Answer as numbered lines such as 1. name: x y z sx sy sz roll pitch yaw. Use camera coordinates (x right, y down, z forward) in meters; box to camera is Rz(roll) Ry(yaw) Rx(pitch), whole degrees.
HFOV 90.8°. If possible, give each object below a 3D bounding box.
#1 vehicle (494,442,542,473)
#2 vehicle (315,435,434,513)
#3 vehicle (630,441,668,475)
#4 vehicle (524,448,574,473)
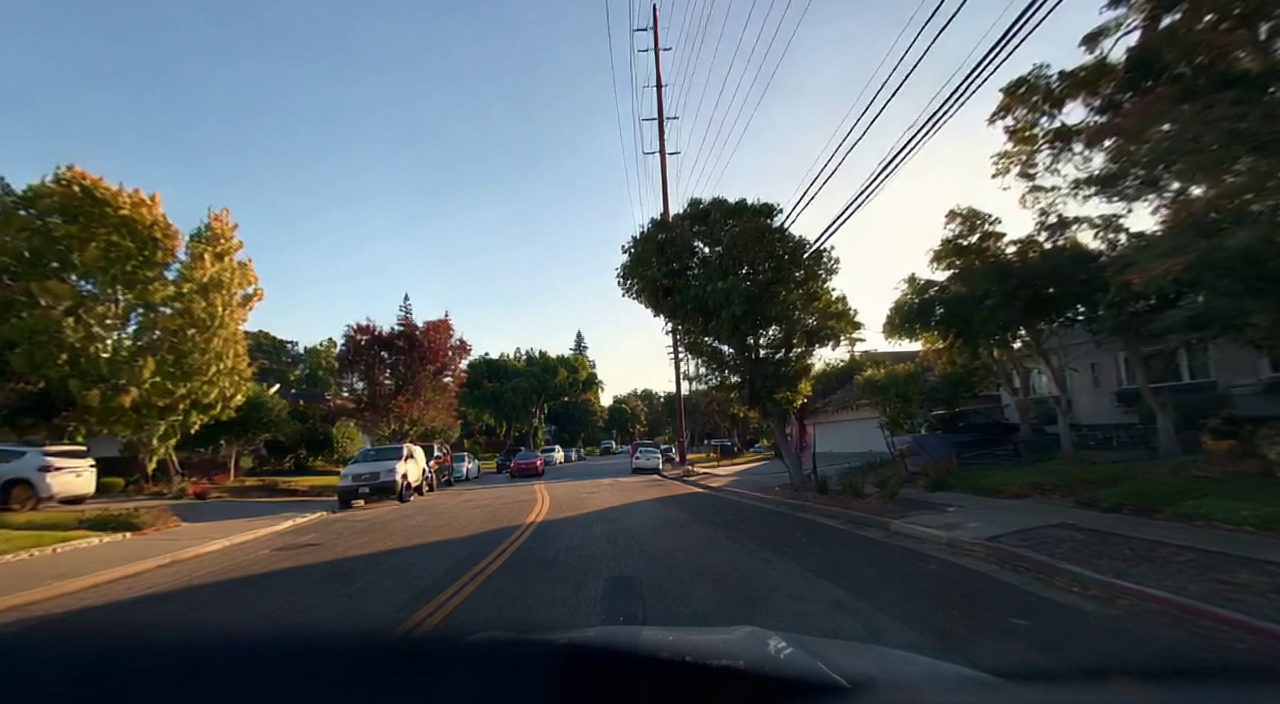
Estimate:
1. vehicle: -9.029 7.874 47.071 2.353 2.037 5.358 -4 -10 1
2. vehicle: -8.297 3.841 20.428 2.312 2.032 5.585 -1 -9 -10
3. vehicle: 0.507 6.081 36.460 2.032 1.810 5.047 0 -8 1
4. vehicle: -5.649 6.798 39.929 2.448 1.475 4.568 0 -9 1
